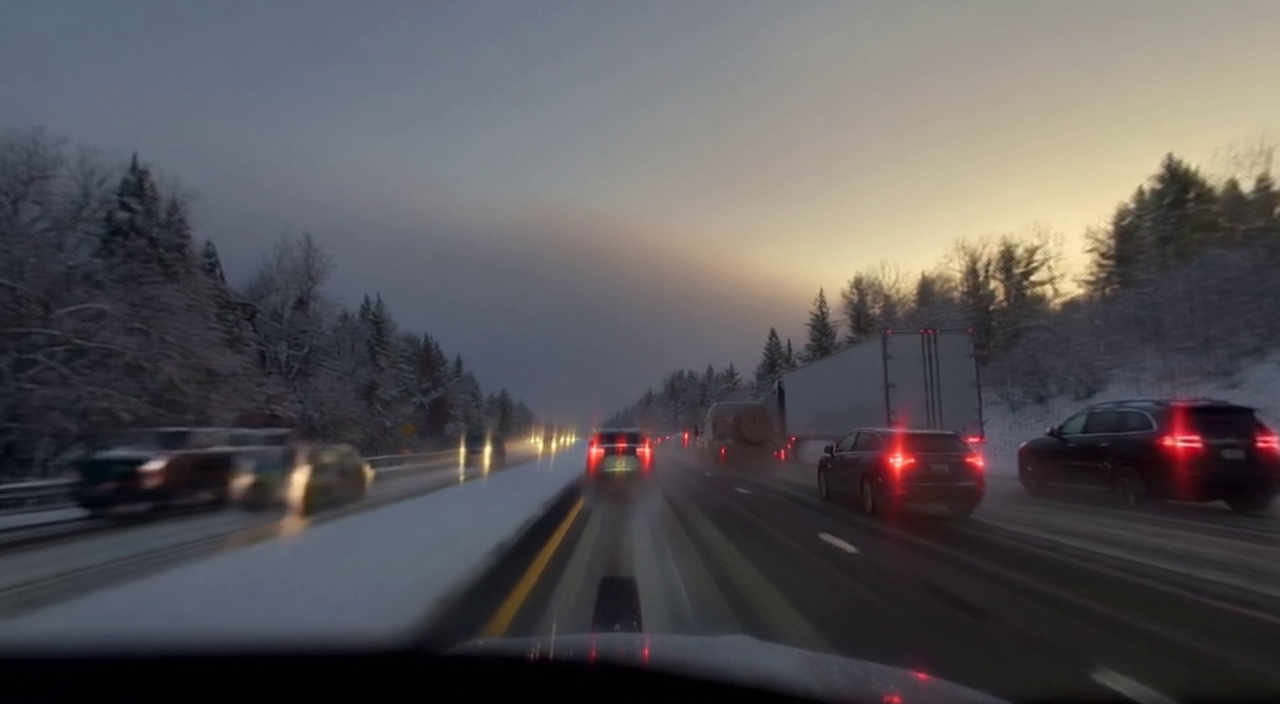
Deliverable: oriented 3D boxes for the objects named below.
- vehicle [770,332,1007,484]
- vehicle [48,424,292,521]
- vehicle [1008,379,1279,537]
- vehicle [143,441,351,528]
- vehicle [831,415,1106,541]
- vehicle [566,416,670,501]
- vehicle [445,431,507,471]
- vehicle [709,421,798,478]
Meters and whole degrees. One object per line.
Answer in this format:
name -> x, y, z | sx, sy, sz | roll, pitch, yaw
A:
vehicle -> 8.160, 2.435, 24.062 | 2.908, 4.099, 14.103 | 0, -8, -2
vehicle -> -11.597, 2.958, 16.211 | 2.338, 2.059, 5.149 | 0, -8, -1
vehicle -> 8.545, 1.630, 10.262 | 2.116, 1.965, 4.691 | 0, -8, -1
vehicle -> -8.023, 2.687, 13.386 | 1.872, 1.521, 3.962 | 0, -8, 0
vehicle -> 4.645, 1.820, 9.775 | 2.040, 1.523, 4.068 | 0, -8, -1
vehicle -> -0.480, 2.461, 14.996 | 2.087, 1.709, 4.455 | 0, -8, -1
vehicle -> -8.449, 5.122, 32.860 | 2.152, 1.903, 4.339 | 0, -8, -1
vehicle -> 3.647, 3.231, 21.056 | 2.147, 1.707, 3.963 | 0, -8, -2
